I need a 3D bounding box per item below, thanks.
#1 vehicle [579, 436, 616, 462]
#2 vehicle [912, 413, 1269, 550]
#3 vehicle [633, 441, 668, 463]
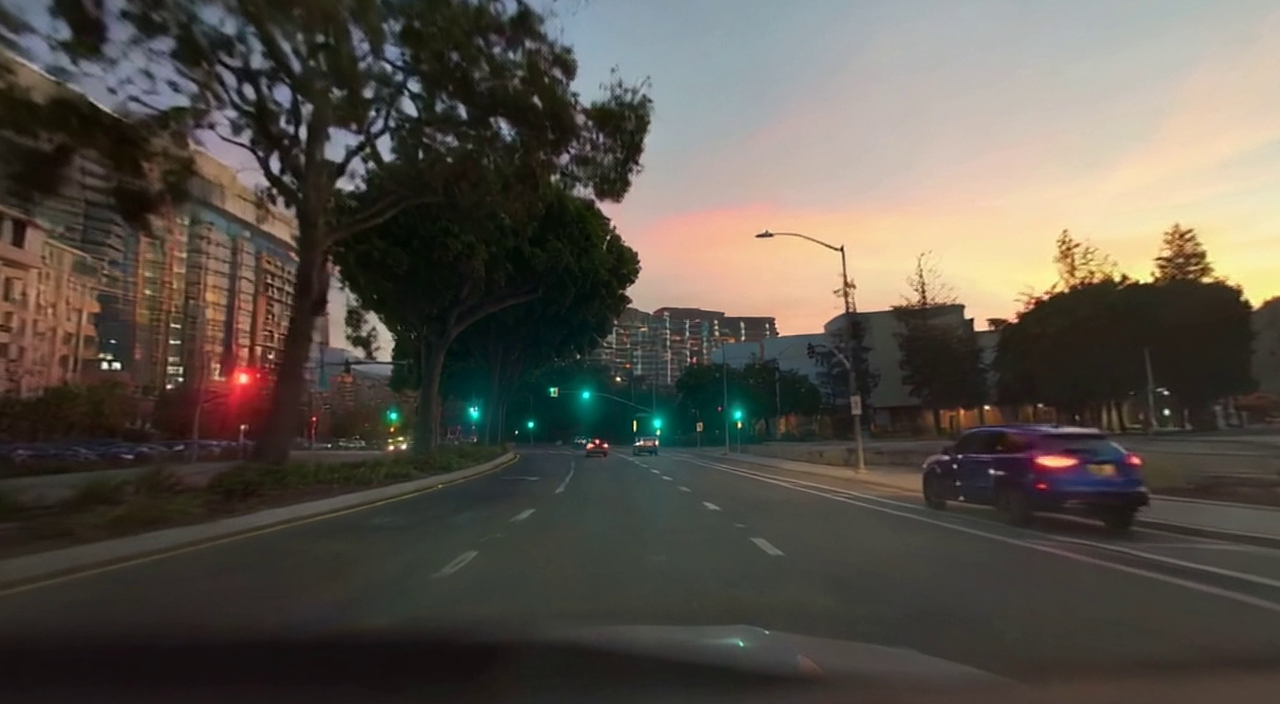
[{"bbox_3d":[-3.135,6.968,45.392,2.317,1.713,4.231,1,-9,-8],"label":"vehicle"},{"bbox_3d":[6.504,1.932,10.104,2.042,1.635,4.858,0,-9,-1],"label":"vehicle"},{"bbox_3d":[0.665,6.890,43.628,1.918,1.479,4.468,1,-9,-6],"label":"vehicle"}]
